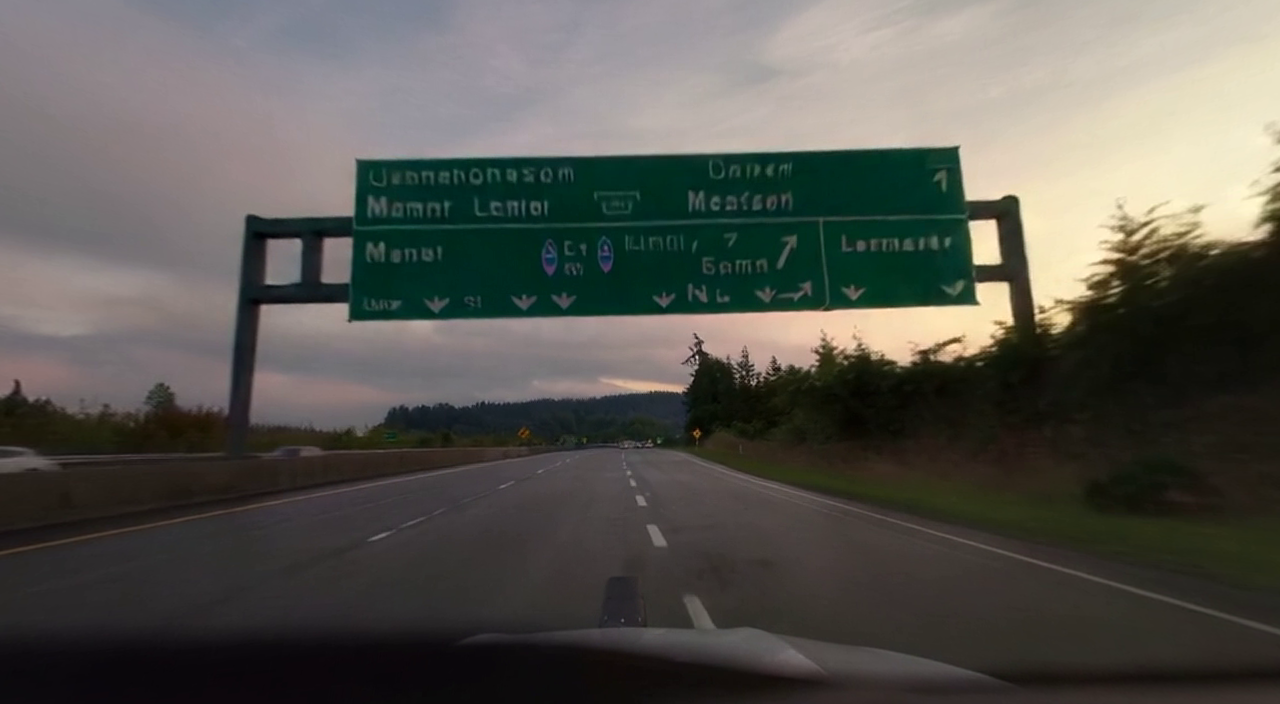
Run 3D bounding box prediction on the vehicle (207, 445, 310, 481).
[{"bbox_3d":[-16.006,4.667,26.733,1.847,1.416,4.254,0,-9,-3],"label":"vehicle"}]
